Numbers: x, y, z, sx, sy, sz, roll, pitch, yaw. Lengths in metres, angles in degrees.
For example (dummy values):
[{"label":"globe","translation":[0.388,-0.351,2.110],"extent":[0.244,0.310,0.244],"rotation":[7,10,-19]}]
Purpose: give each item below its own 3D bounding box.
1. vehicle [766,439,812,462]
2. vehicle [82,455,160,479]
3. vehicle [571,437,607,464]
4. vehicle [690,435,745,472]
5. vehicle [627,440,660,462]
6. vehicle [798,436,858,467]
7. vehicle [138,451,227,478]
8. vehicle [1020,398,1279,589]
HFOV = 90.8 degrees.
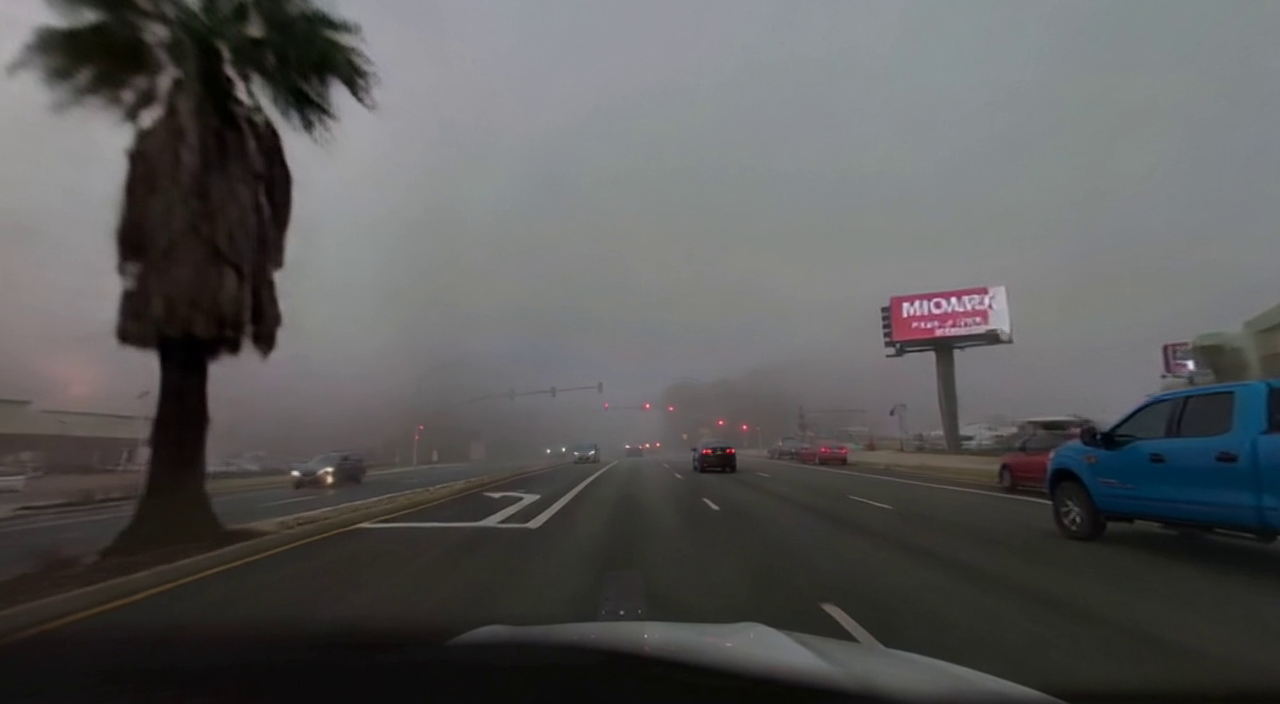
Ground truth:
[{"label":"vehicle","translation":[10.510,6.984,45.011],"extent":[1.957,1.500,4.816],"rotation":[0,-9,-2]},{"label":"vehicle","translation":[-40.228,8.890,49.049],"extent":[1.879,1.747,4.268],"rotation":[-8,-11,40]},{"label":"vehicle","translation":[-3.451,6.814,43.725],"extent":[2.117,1.751,4.478],"rotation":[-1,-9,0]},{"label":"vehicle","translation":[3.431,4.609,28.822],"extent":[1.889,1.541,4.303],"rotation":[0,-9,-1]},{"label":"vehicle","translation":[0.233,7.039,45.070],"extent":[2.258,1.468,4.076],"rotation":[0,-9,0]},{"label":"vehicle","translation":[10.535,5.614,35.707],"extent":[1.965,1.573,4.308],"rotation":[0,-9,-1]},{"label":"vehicle","translation":[-35.708,8.751,49.398],"extent":[5.329,1.893,2.122],"rotation":[7,-12,-42]},{"label":"vehicle","translation":[6.520,1.329,6.274],"extent":[2.140,1.606,5.437],"rotation":[-1,-9,0]}]
